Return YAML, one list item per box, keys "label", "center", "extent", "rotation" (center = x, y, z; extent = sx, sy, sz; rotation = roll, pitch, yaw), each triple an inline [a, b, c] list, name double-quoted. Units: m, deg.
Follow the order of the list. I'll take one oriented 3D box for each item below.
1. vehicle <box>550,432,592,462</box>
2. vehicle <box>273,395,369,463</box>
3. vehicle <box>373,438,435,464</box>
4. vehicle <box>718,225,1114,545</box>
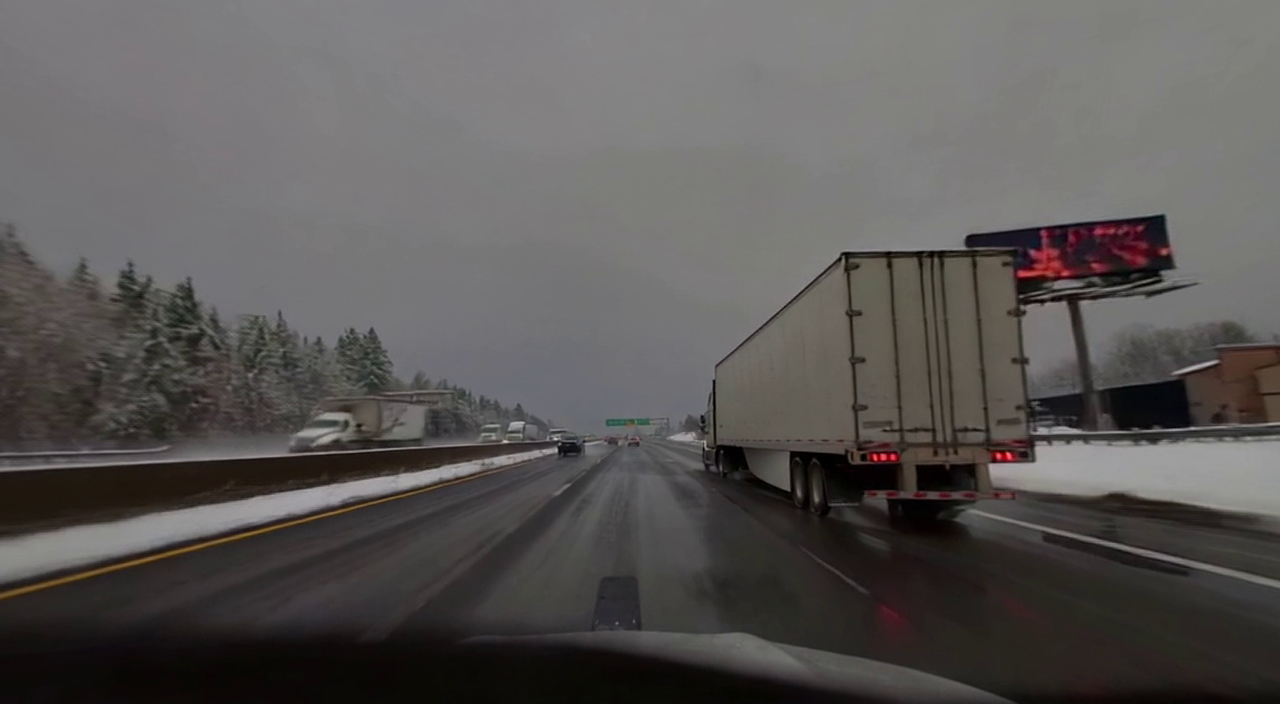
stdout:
- label: "vehicle"
  center: [-3.611, 5.066, 33.701]
  extent: [1.930, 1.484, 3.849]
  rotation: [0, -8, -1]
- label: "vehicle"
  center: [-20.268, 4.971, 40.497]
  extent: [3.028, 3.981, 5.863]
  rotation: [0, -8, 0]
- label: "vehicle"
  center: [-14.553, 6.110, 39.144]
  extent: [1.984, 1.458, 4.737]
  rotation: [0, -8, 1]
- label: "vehicle"
  center: [3.928, 1.084, 13.139]
  extent: [2.871, 3.815, 11.331]
  rotation: [0, -8, -1]
